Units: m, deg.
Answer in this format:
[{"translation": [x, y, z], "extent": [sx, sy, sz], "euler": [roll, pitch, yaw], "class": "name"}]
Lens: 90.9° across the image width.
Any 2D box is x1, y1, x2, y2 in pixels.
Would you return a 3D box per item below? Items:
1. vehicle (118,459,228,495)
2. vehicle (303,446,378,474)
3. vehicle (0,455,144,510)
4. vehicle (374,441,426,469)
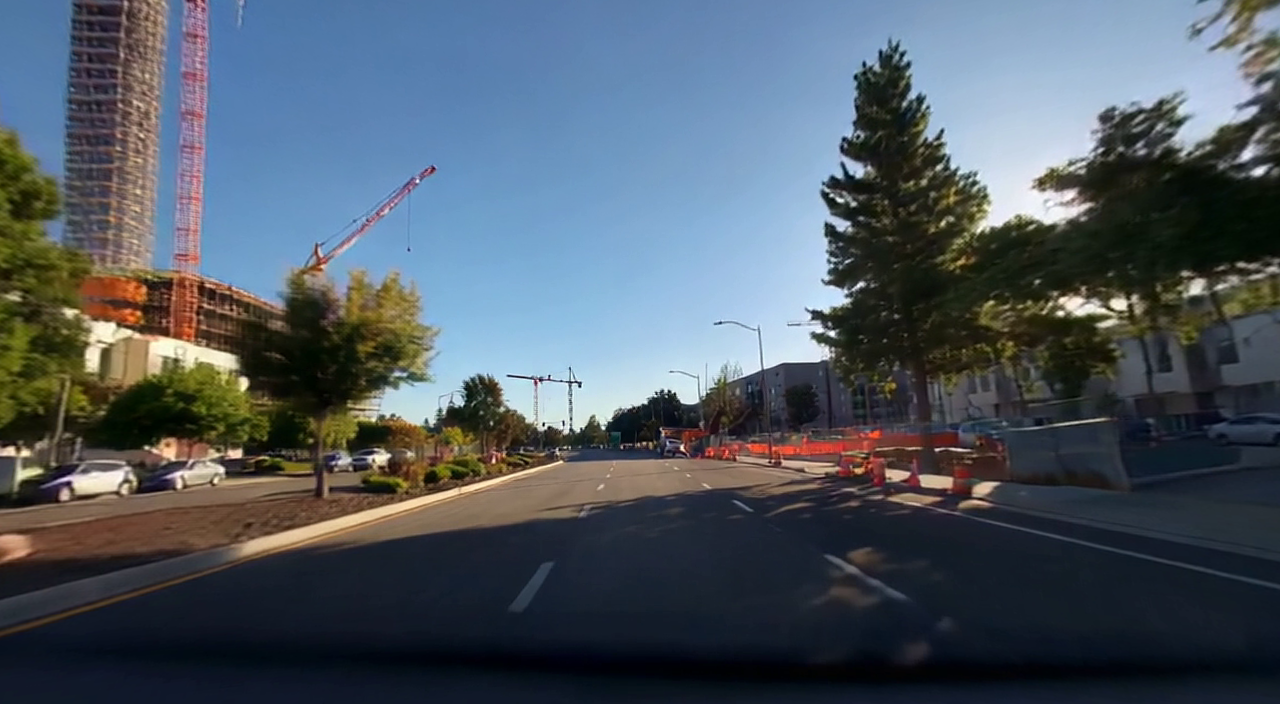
[{"translation": [-22.299, 5.961, 30.375], "extent": [1.863, 1.470, 4.526], "euler": [0, -8, -1], "class": "vehicle"}, {"translation": [-22.352, 8.047, 47.357], "extent": [2.328, 1.918, 5.628], "euler": [-1, -8, 6], "class": "vehicle"}, {"translation": [-21.940, 4.866, 24.107], "extent": [1.941, 1.743, 5.264], "euler": [0, -8, -4], "class": "vehicle"}, {"translation": [-18.638, 8.013, 49.212], "extent": [2.286, 2.069, 5.077], "euler": [0, -8, -4], "class": "vehicle"}]
